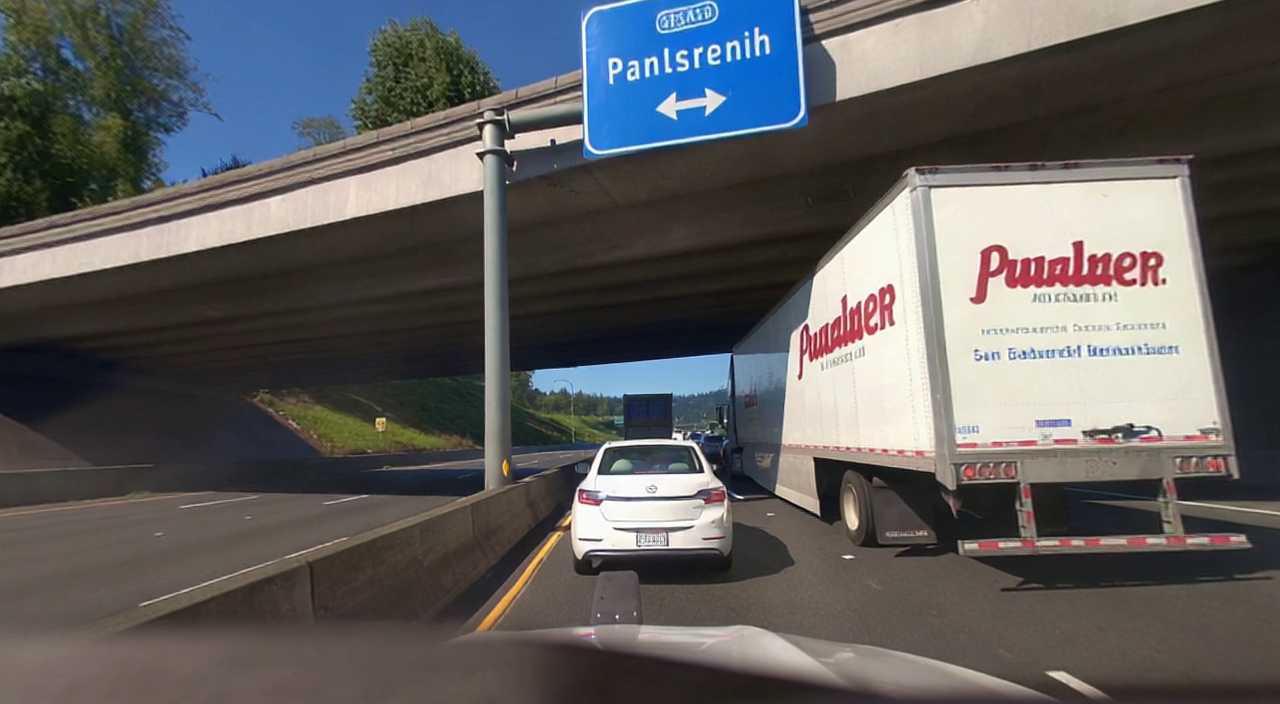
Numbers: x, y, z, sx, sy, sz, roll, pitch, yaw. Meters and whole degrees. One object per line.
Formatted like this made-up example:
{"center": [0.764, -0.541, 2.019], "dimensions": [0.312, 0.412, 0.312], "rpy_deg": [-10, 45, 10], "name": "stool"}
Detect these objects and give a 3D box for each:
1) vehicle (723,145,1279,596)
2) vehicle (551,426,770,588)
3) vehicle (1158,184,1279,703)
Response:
{"center": [4.219, 1.062, 12.776], "dimensions": [2.827, 4.081, 14.305], "rpy_deg": [0, -8, -1], "name": "vehicle"}
{"center": [0.180, 1.715, 7.775], "dimensions": [2.045, 1.490, 3.597], "rpy_deg": [-1, -8, 0], "name": "vehicle"}
{"center": [4.741, 0.077, 0.439], "dimensions": [2.892, 2.615, 6.650], "rpy_deg": [0, -8, -2], "name": "vehicle"}
